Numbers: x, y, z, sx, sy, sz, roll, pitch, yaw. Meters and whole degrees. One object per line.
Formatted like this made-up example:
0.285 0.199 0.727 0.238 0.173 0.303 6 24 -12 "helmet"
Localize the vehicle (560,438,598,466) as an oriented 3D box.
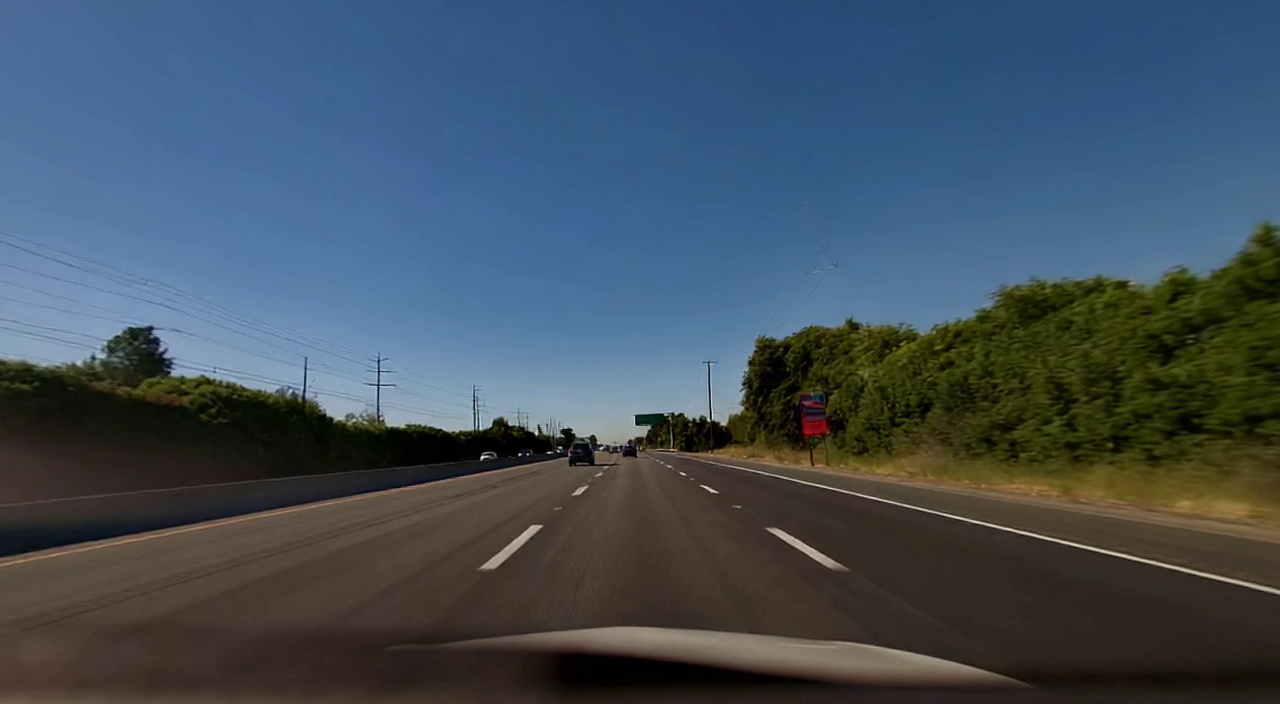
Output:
-4.208 6.993 44.356 2.130 1.823 4.761 0 -8 1 "vehicle"
